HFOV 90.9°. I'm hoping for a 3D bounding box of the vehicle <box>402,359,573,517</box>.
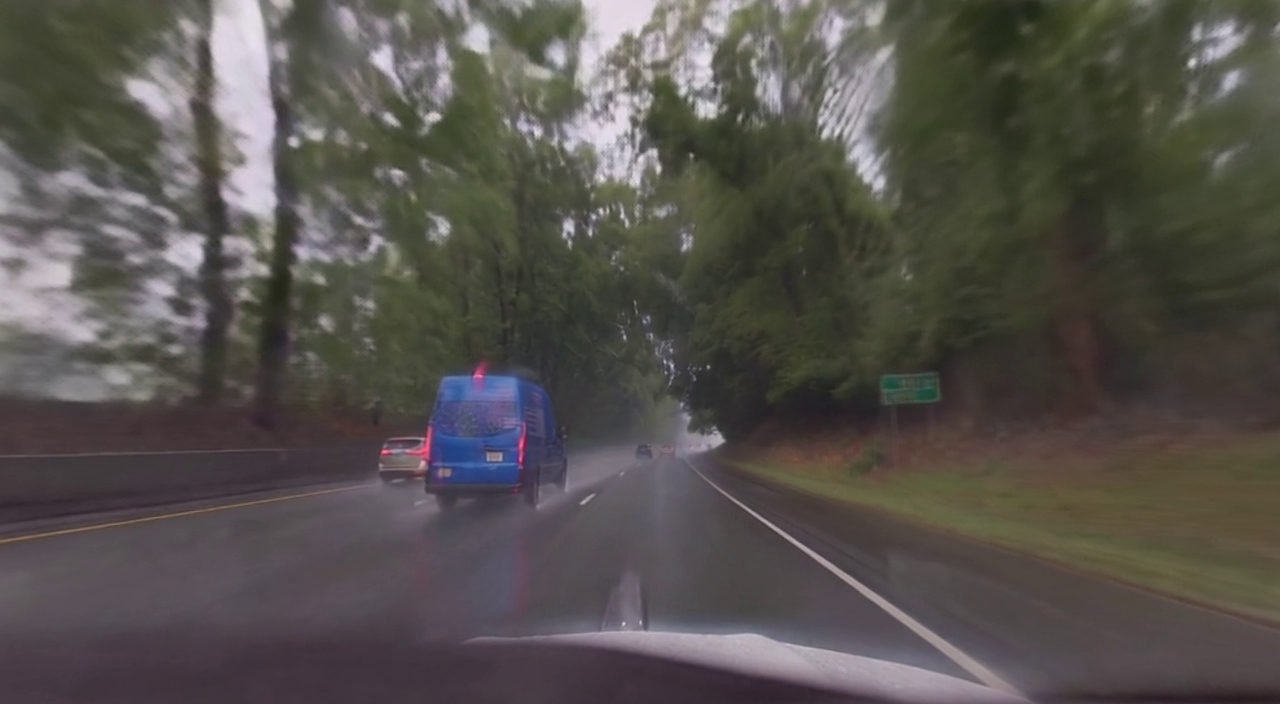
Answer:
[{"bbox_3d":[-3.097,1.976,14.469,2.319,2.883,5.632,0,-8,2],"label":"vehicle"}]
